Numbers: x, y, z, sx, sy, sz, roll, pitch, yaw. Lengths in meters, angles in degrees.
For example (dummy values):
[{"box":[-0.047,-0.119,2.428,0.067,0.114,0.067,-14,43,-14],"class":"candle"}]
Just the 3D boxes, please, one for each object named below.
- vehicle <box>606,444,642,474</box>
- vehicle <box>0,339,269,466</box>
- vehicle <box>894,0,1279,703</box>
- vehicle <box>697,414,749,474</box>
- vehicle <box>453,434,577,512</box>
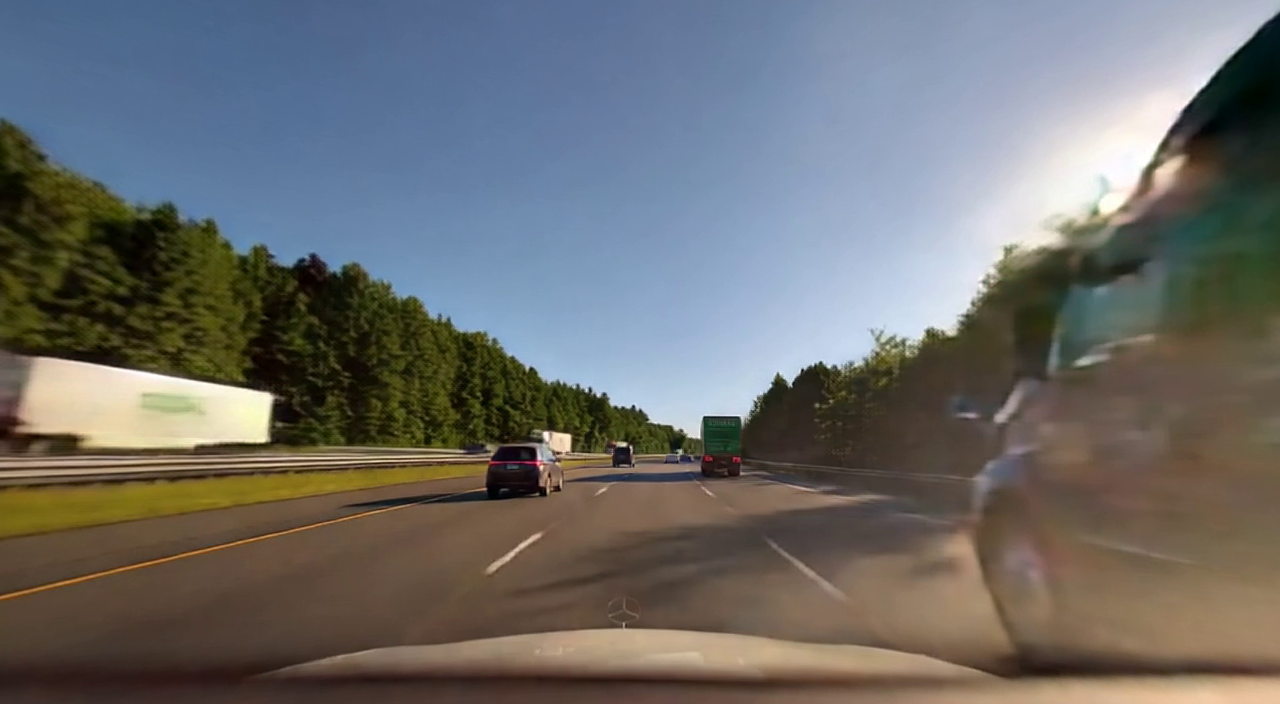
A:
[{"box":[-1.111,7.967,47.052,2.201,2.038,5.065,-1,-9,4],"class":"vehicle"},{"box":[-21.356,2.502,25.536,3.039,3.973,14.729,-1,-9,3],"class":"vehicle"},{"box":[4.041,0.080,3.208,2.949,3.572,5.765,0,-9,0],"class":"vehicle"},{"box":[6.263,7.348,49.734,3.057,3.993,13.914,-1,-9,4],"class":"vehicle"},{"box":[-3.038,3.079,16.447,2.205,1.728,4.397,0,-9,2],"class":"vehicle"}]
